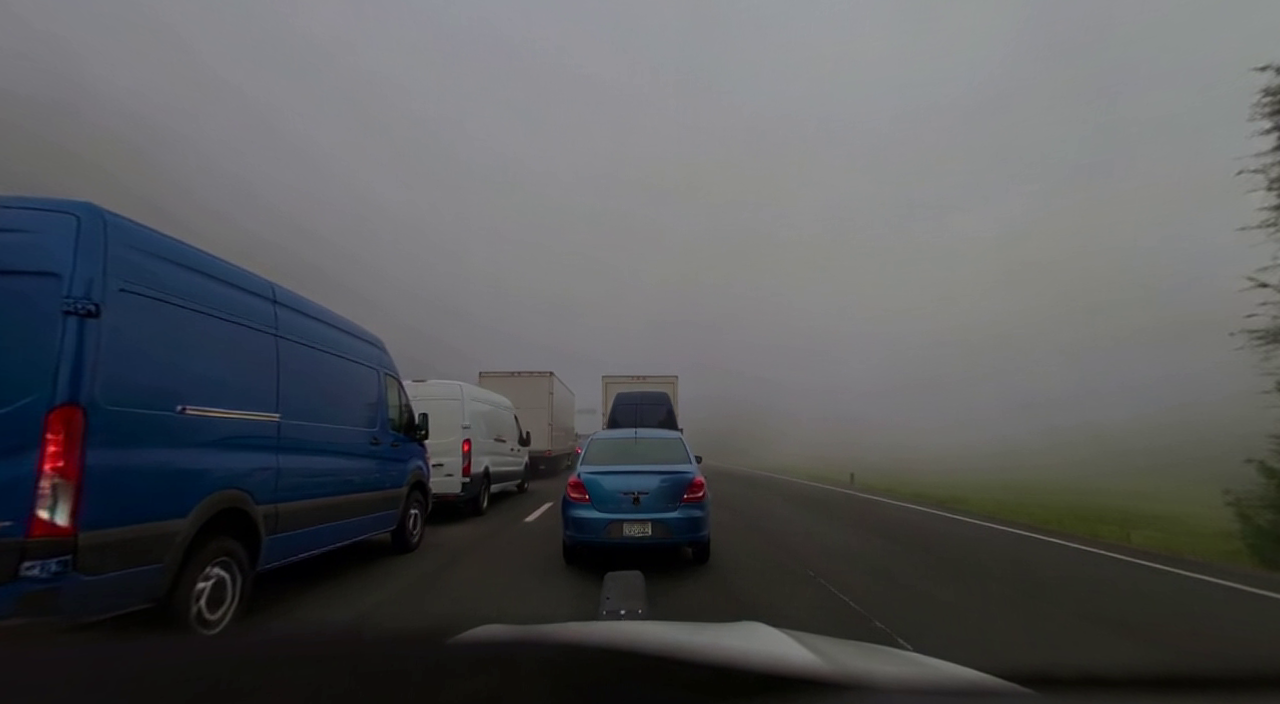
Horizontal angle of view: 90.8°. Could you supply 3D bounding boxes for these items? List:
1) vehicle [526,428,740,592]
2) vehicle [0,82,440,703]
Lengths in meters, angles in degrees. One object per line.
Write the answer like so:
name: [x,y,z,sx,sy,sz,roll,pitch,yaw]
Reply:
vehicle: [-0.096,1.741,7.660,1.995,1.495,3.380,0,-9,-1]
vehicle: [-4.039,0.643,6.060,2.254,2.879,6.656,0,-9,-2]
